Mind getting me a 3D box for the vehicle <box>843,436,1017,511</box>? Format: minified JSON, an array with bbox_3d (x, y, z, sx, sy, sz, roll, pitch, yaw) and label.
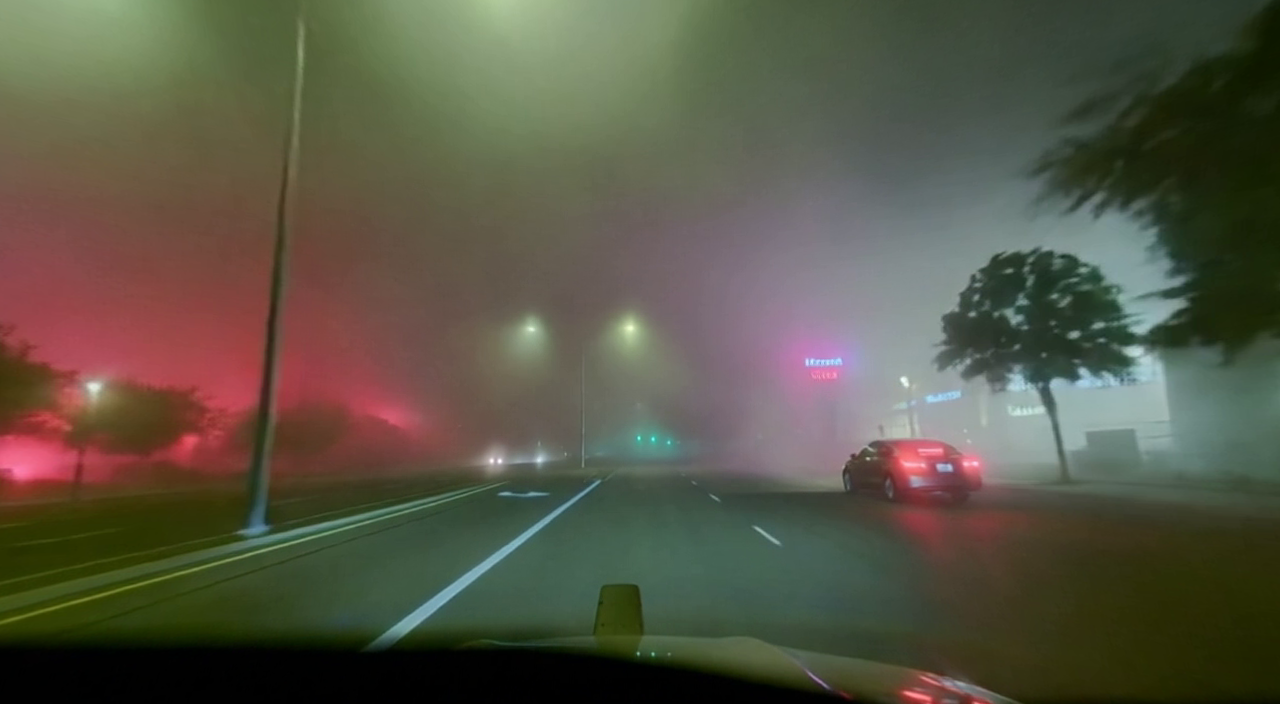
[{"bbox_3d":[6.703,2.846,15.330,1.913,1.504,4.738,0,-8,-1],"label":"vehicle"}]
